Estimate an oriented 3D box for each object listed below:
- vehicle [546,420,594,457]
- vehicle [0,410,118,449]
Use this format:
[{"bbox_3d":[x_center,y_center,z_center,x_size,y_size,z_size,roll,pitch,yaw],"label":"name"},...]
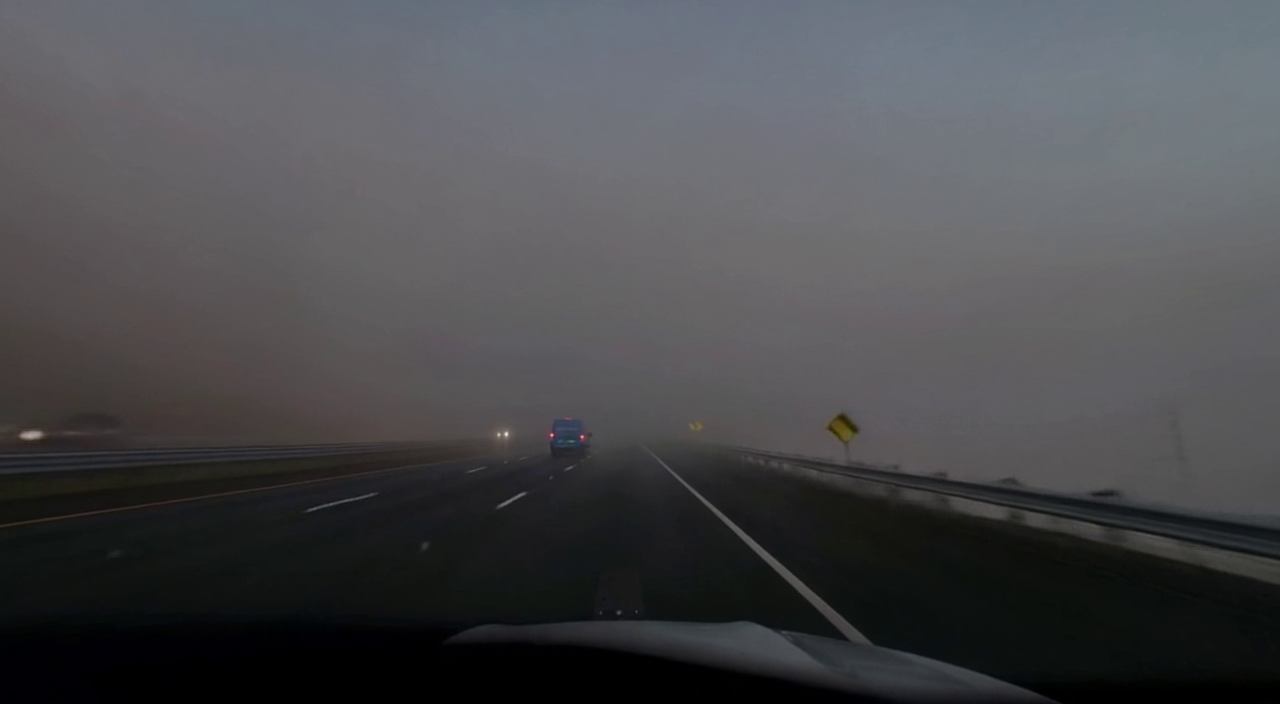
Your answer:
[{"bbox_3d":[-4.190,5.271,38.378,2.309,2.053,4.884,0,-8,1],"label":"vehicle"},{"bbox_3d":[-25.472,3.392,27.250,1.833,1.550,4.500,0,-8,-1],"label":"vehicle"}]
